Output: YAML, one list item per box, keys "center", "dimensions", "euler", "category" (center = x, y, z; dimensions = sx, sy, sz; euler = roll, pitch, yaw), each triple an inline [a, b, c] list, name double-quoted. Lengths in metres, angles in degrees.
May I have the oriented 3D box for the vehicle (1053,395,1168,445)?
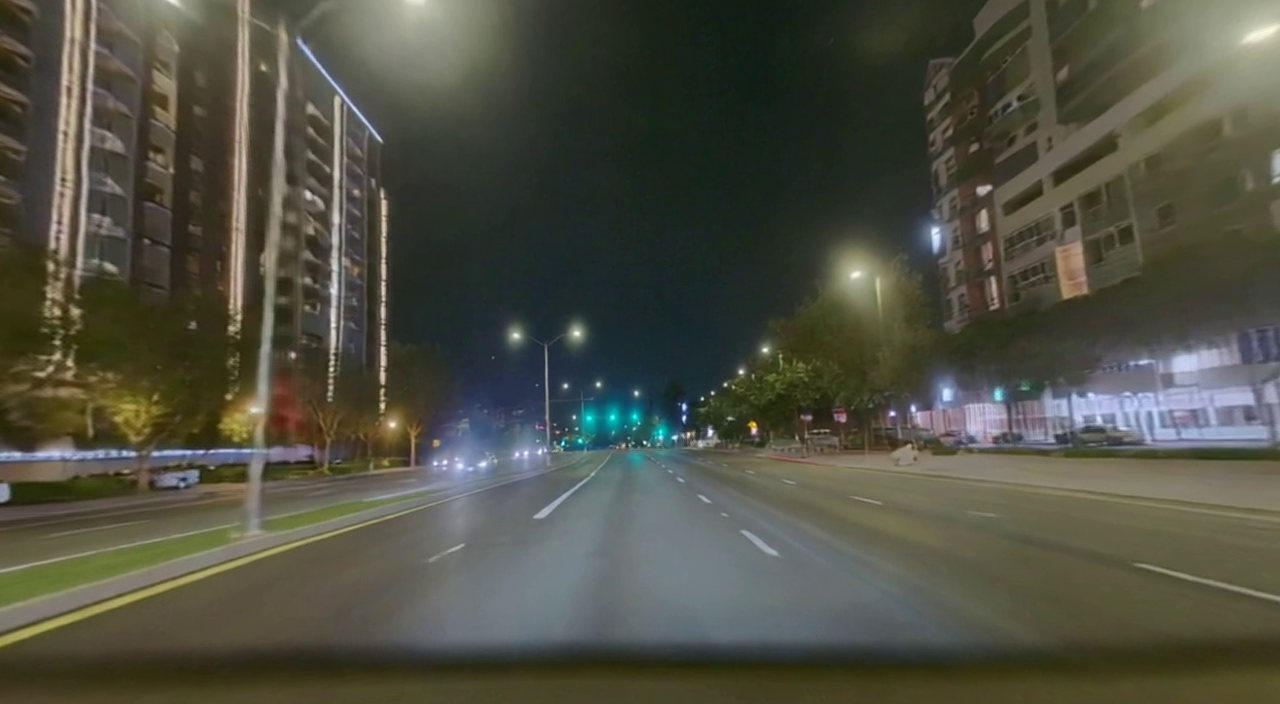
- center: [33.015, 4.958, 44.793]
  dimensions: [2.670, 3.093, 7.117]
  euler: [-2, -9, 1]
  category: "vehicle"

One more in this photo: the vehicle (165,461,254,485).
- center: [-30.545, 8.583, 44.943]
  dimensions: [4.821, 1.605, 2.028]
  euler: [-1, -9, 0]
  category: "vehicle"

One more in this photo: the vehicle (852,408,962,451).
- center: [20.933, 6.131, 49.875]
  dimensions: [7.305, 3.266, 2.842]
  euler: [0, -9, -3]
  category: "vehicle"
